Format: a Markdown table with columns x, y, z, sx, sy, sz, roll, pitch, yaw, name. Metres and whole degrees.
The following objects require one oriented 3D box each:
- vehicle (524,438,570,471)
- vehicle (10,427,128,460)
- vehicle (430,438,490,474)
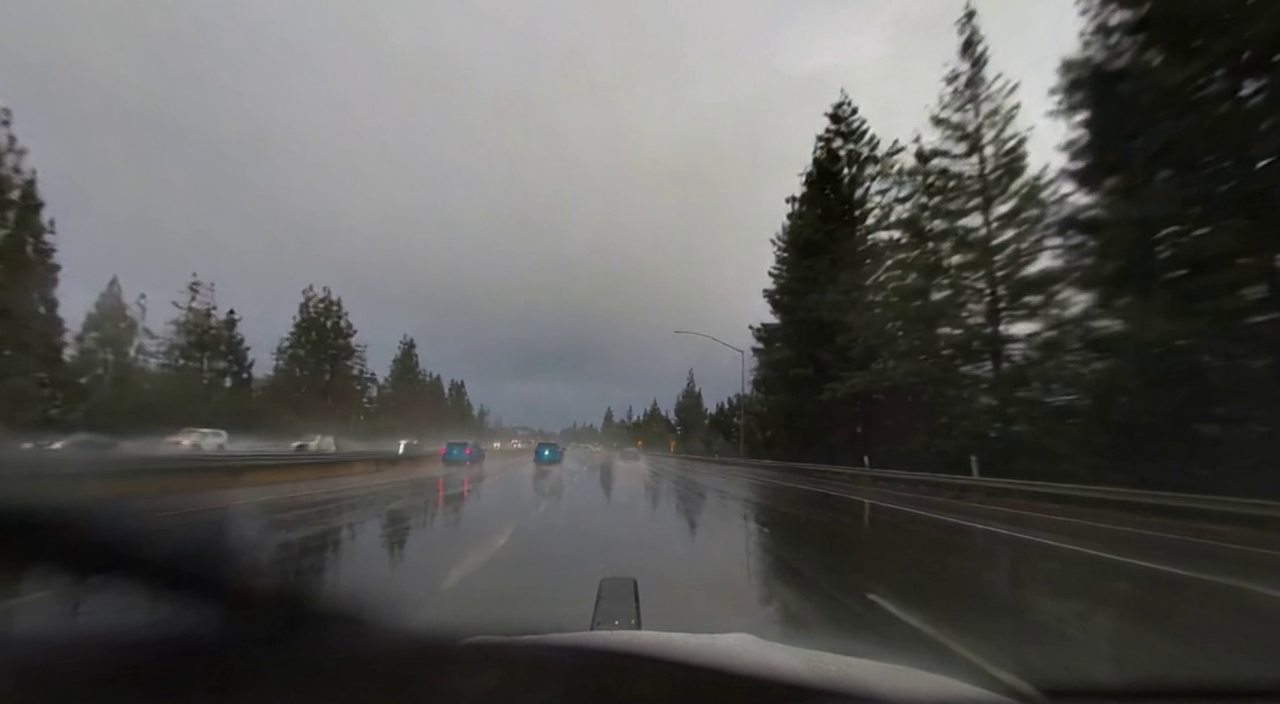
| x | y | z | sx | sy | sz | roll | pitch | yaw | name |
| --- | --- | --- | --- | --- | --- | --- | --- | --- | --- |
| -5.272 | 5.874 | 36.256 | 2.146 | 1.766 | 4.502 | 0 | -9 | -3 | vehicle |
| -30.047 | 4.886 | 33.487 | 1.935 | 1.624 | 4.829 | 0 | -9 | -3 | vehicle |
| -9.277 | 5.396 | 32.934 | 2.016 | 1.711 | 4.365 | 0 | -9 | -3 | vehicle |
